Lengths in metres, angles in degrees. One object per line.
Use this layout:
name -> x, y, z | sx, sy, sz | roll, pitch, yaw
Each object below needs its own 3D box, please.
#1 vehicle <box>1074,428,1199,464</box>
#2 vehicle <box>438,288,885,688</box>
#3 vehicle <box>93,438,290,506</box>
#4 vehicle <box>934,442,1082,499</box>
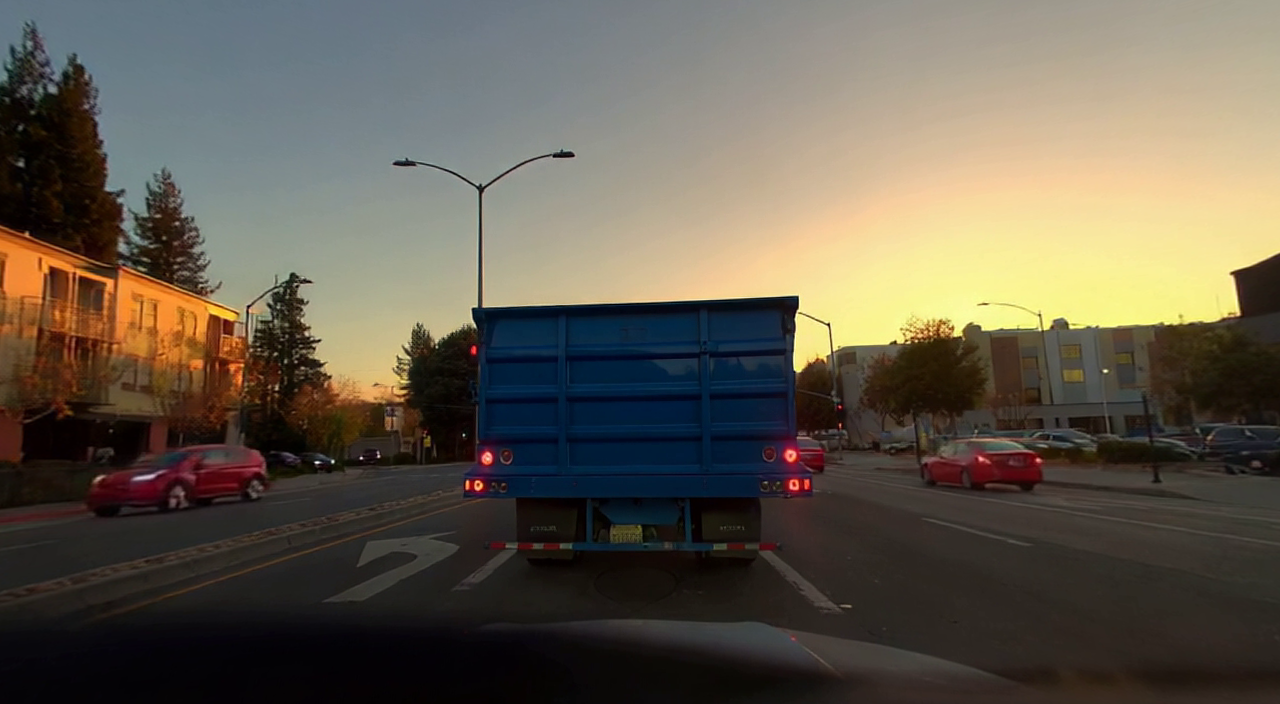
vehicle -> 23.092, 4.389, 29.445 | 4.171, 1.614, 1.894 | -1, -8, 1
vehicle -> 0.272, 1.301, 7.374 | 2.650, 2.391, 7.008 | -1, -8, 3
vehicle -> -14.493, 3.865, 21.008 | 2.218, 1.926, 5.753 | -1, -8, 2
vehicle -> 10.492, 3.372, 18.408 | 1.907, 1.465, 4.077 | -1, -8, 1
